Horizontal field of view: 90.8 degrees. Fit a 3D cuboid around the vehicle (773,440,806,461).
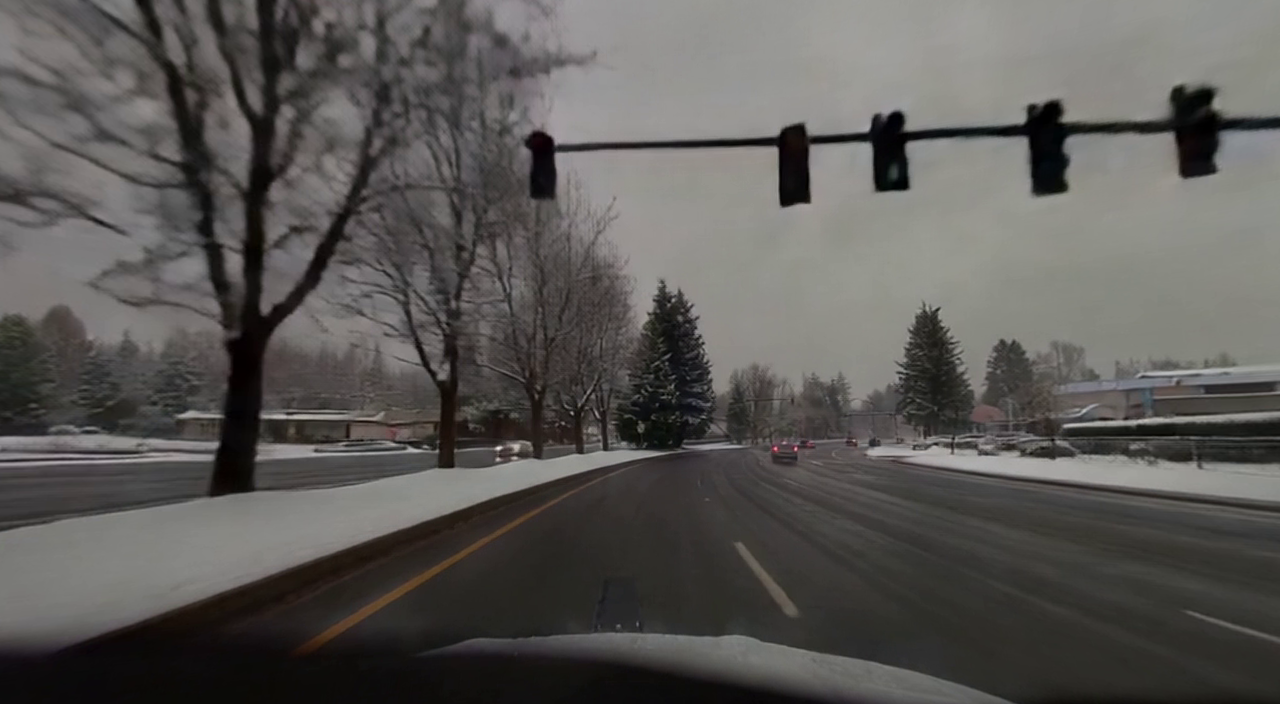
[{"bbox_3d":[11.098,7.314,47.188,1.988,1.460,3.996,-1,-8,7],"label":"vehicle"}]
